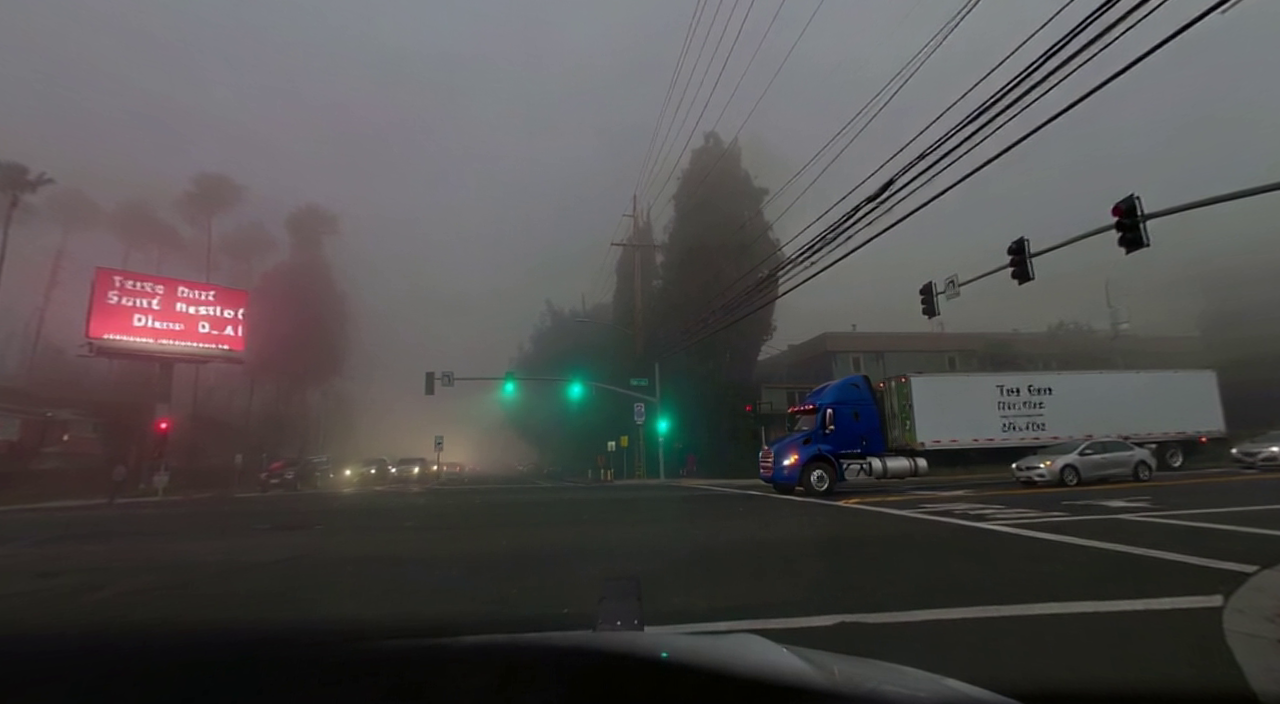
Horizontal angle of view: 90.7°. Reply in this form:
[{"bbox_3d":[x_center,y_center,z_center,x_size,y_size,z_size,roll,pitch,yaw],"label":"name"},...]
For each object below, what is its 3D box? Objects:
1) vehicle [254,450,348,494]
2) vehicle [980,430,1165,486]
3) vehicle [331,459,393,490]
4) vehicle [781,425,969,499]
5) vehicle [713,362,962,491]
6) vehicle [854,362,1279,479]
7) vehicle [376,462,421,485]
[{"bbox_3d":[-22.111,7.791,41.656,2.989,2.573,6.053,0,-9,-3],"label":"vehicle"},{"bbox_3d":[14.450,3.557,21.280,4.958,1.510,1.949,-2,-10,-8],"label":"vehicle"},{"bbox_3d":[-17.702,7.797,40.591,2.028,1.744,4.876,0,-9,-4],"label":"vehicle"},{"bbox_3d":[7.457,3.528,20.397,5.079,1.893,2.200,-2,-10,-10],"label":"vehicle"},{"bbox_3d":[7.144,2.811,23.625,8.167,4.352,3.029,1,-9,-9],"label":"vehicle"},{"bbox_3d":[17.362,2.771,25.350,17.071,4.151,2.876,1,-9,-10],"label":"vehicle"},{"bbox_3d":[-18.552,9.329,48.777,1.834,1.521,4.970,0,-9,-4],"label":"vehicle"}]
